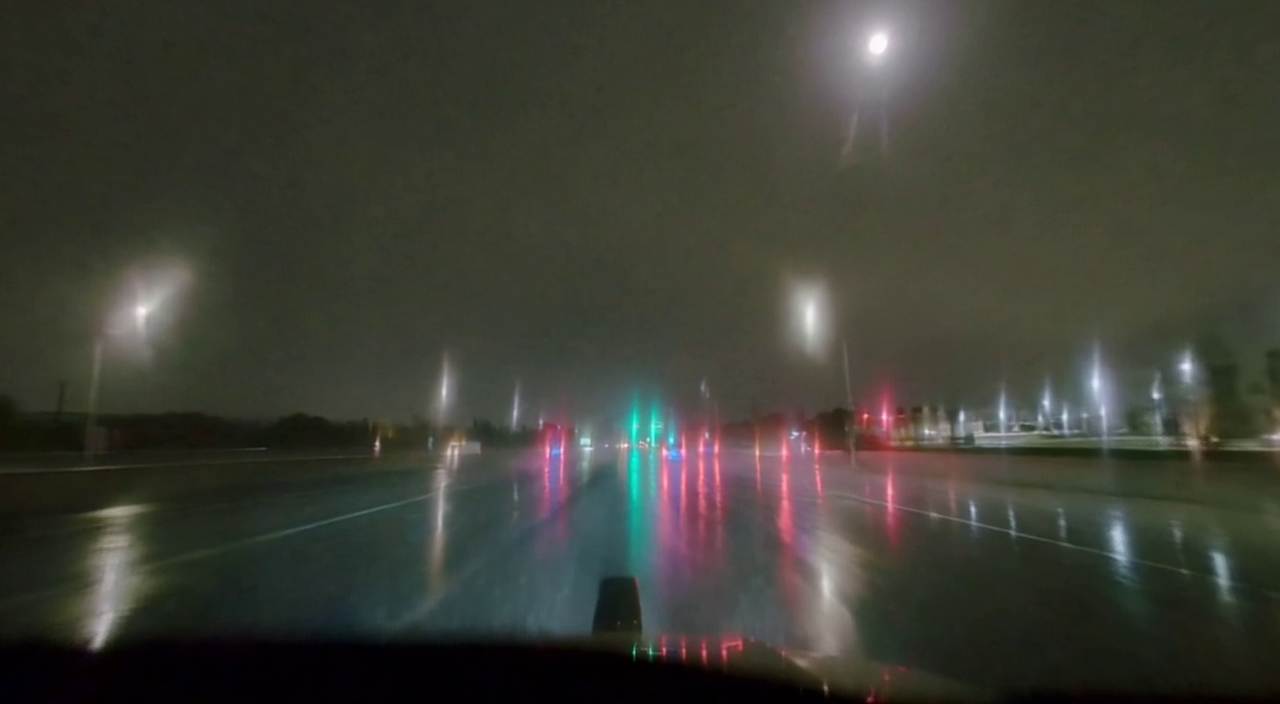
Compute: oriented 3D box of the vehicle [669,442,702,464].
[{"bbox_3d":[3.281,7.351,46.187,2.000,1.533,3.770,0,-8,-1],"label":"vehicle"}]
